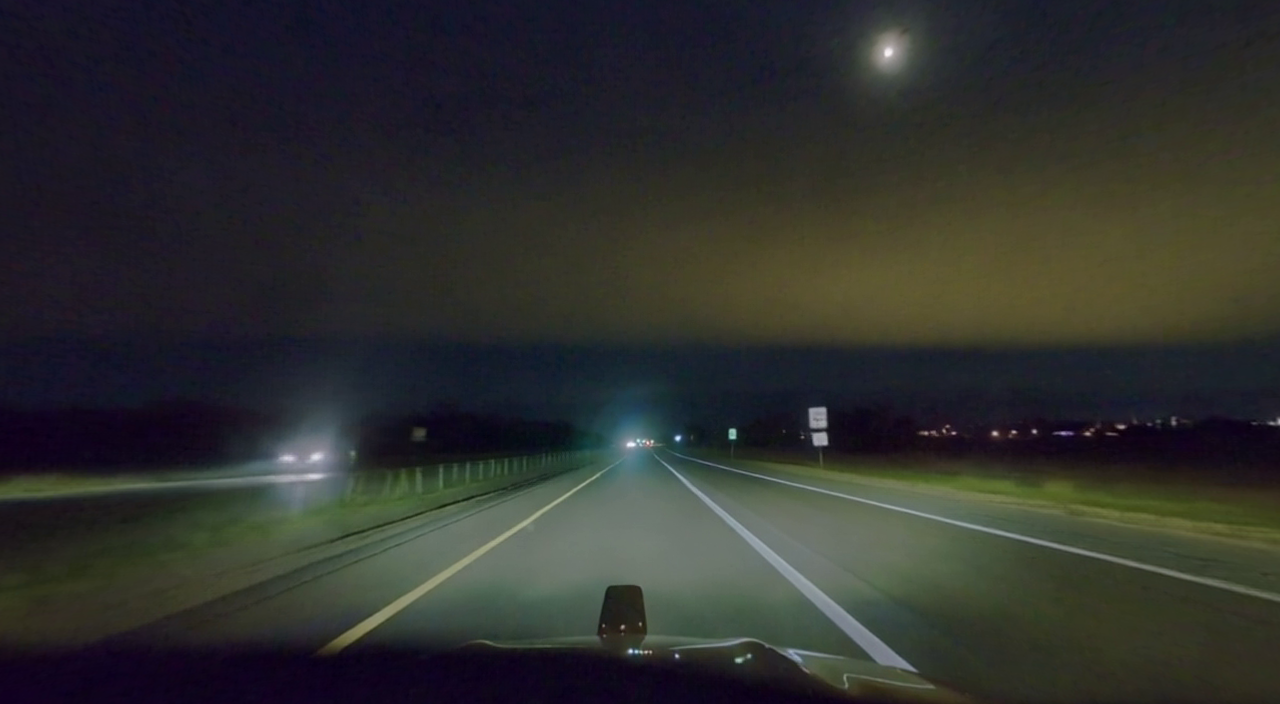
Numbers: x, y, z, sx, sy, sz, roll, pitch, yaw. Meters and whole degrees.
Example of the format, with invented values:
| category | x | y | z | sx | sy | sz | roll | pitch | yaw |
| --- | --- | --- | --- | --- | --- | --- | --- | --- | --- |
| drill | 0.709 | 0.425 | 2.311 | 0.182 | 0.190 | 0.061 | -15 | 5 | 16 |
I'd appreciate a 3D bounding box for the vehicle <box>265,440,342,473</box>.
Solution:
| category | x | y | z | sx | sy | sz | roll | pitch | yaw |
| --- | --- | --- | --- | --- | --- | --- | --- | --- | --- |
| vehicle | -20.930 | 6.498 | 39.502 | 2.072 | 1.890 | 4.930 | 0 | -8 | 1 |
